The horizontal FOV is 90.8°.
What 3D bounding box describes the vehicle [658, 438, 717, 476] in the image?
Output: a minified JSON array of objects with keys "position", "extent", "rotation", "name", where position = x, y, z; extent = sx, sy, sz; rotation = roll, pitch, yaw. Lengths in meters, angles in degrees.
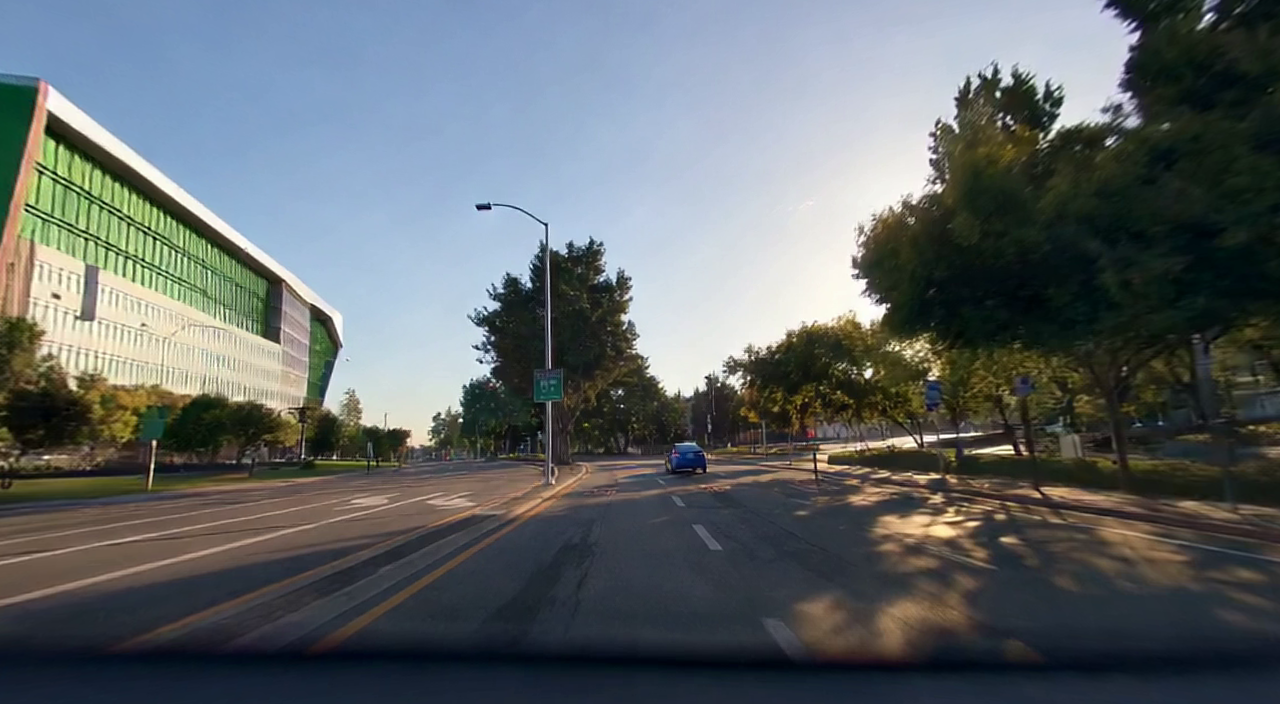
[{"position":[2.180,4.989,30.167],"extent":[2.165,1.633,4.381],"rotation":[0,-8,-4],"name":"vehicle"}]
